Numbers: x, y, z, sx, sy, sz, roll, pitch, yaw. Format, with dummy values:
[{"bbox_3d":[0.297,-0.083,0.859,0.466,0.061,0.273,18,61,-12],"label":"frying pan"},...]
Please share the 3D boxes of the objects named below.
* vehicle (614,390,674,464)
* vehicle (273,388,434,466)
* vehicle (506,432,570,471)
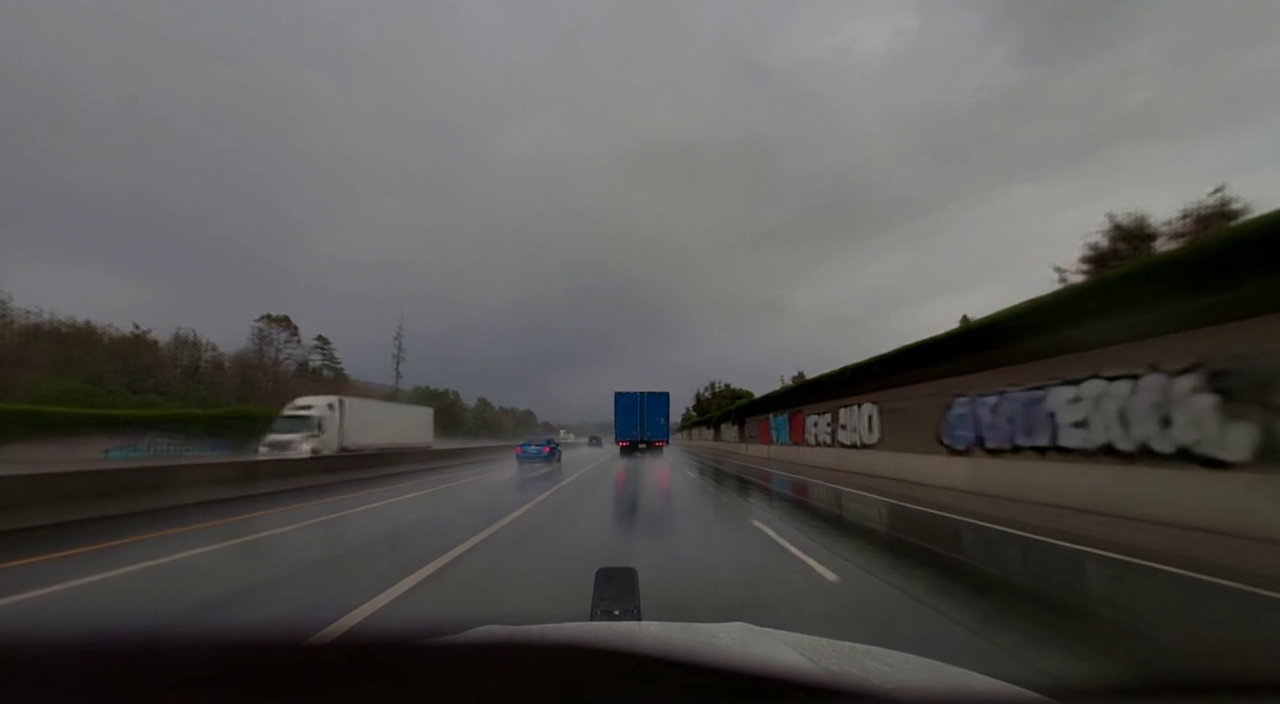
[{"bbox_3d":[0.118,4.326,35.879,2.927,3.649,9.443,0,-8,-1],"label":"vehicle"},{"bbox_3d":[-18.377,5.215,42.800,3.166,4.222,16.648,0,-8,0],"label":"vehicle"},{"bbox_3d":[-4.250,4.202,26.921,1.948,1.526,4.525,0,-8,0],"label":"vehicle"}]
